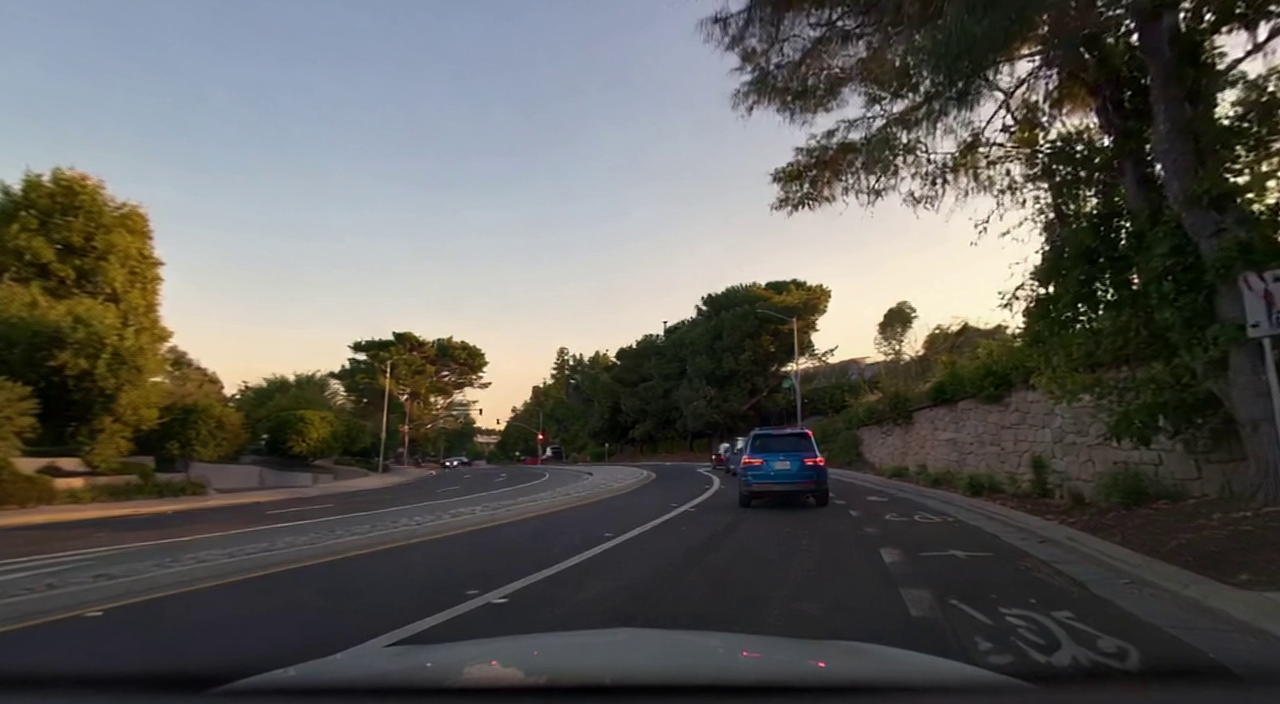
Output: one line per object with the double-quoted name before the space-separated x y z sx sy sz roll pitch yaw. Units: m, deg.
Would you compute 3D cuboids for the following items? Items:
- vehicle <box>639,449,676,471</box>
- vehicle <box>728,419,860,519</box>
"vehicle" 1.189 7.597 44.679 2.023 1.474 4.286 1 -8 -7
"vehicle" 3.127 2.411 13.546 2.287 1.762 4.269 -1 -8 10
